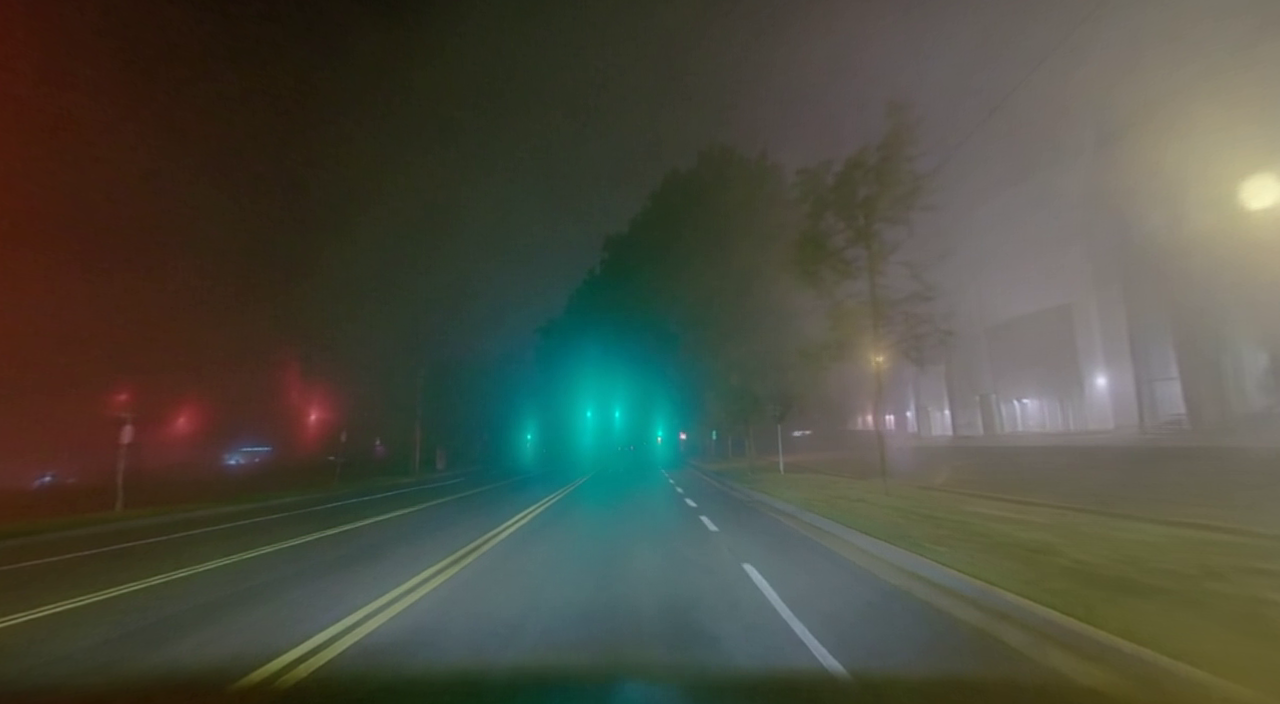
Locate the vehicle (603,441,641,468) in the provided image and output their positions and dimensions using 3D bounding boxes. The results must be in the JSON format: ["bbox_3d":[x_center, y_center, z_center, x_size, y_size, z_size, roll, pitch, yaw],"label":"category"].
[{"bbox_3d":[-1.118,6.101,37.856,2.131,1.474,4.146,0,-8,-3],"label":"vehicle"}]
